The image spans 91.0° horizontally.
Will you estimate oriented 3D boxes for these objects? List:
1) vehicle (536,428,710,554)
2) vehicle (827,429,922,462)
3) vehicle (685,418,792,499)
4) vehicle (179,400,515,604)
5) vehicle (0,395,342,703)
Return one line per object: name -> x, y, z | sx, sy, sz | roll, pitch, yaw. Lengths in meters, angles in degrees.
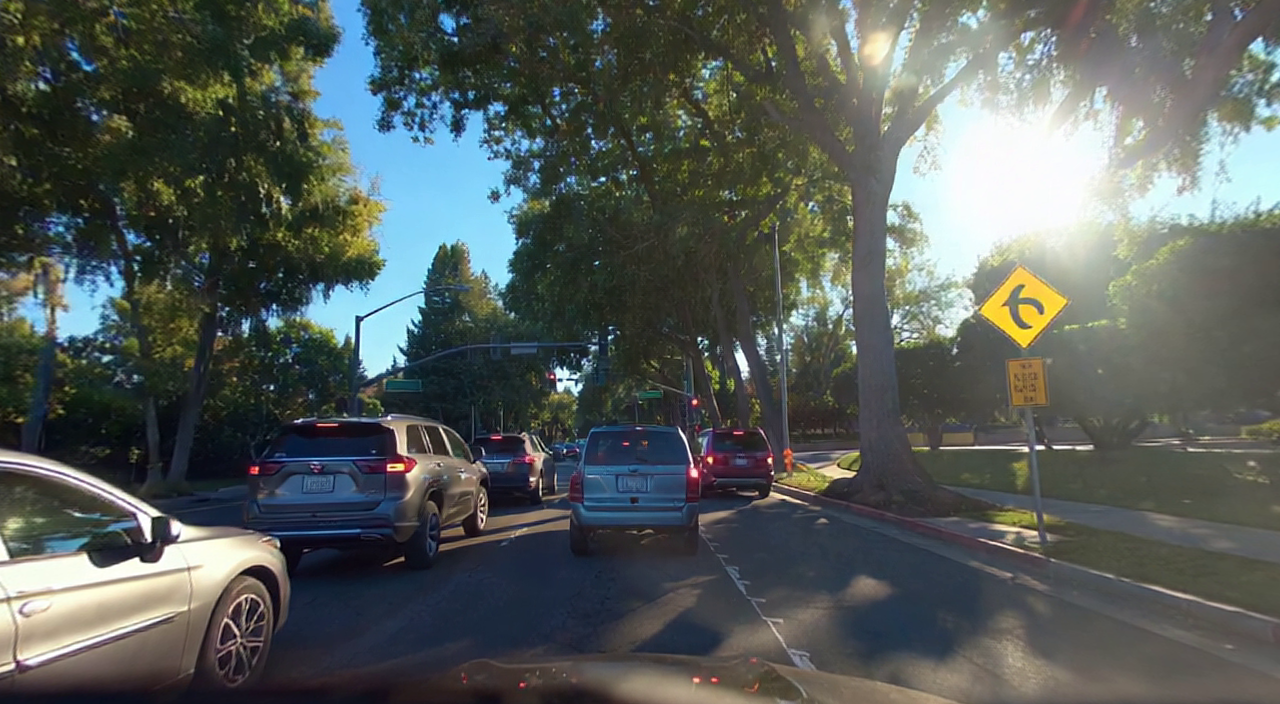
vehicle -> -0.251, 1.917, 9.337 | 2.025, 1.453, 3.848 | 0, -8, -2
vehicle -> 11.371, 4.560, 30.693 | 3.883, 1.534, 1.779 | 0, -8, 2
vehicle -> 2.446, 2.807, 16.874 | 2.059, 1.864, 4.541 | 0, -8, -1
vehicle -> -2.895, 1.574, 7.449 | 1.964, 1.712, 4.097 | 0, -8, 0
vehicle -> -2.932, 0.840, 1.627 | 1.974, 1.484, 4.716 | 0, -8, 1
